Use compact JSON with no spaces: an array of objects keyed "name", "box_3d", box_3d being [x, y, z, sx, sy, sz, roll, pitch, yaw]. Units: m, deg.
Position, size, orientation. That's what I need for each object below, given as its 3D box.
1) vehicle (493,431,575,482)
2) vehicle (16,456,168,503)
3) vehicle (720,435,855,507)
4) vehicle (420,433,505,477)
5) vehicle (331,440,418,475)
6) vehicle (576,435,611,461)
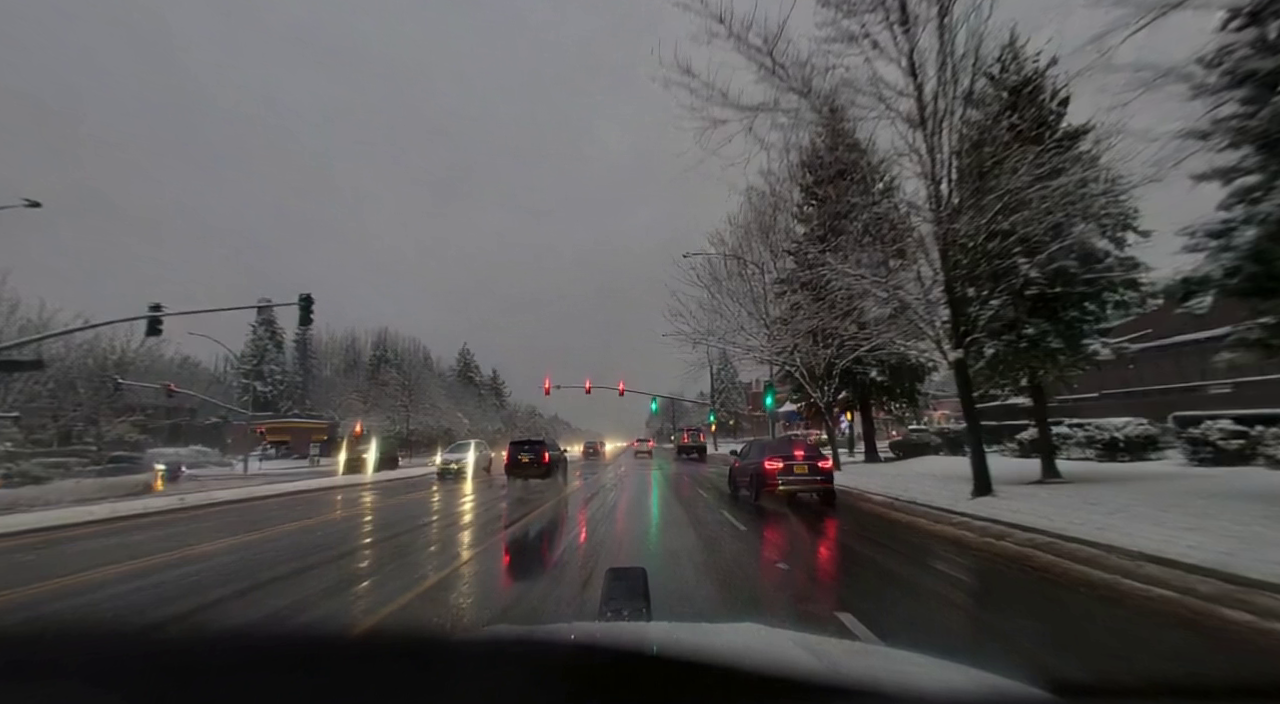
[{"name":"vehicle","box_3d":[-3.812,3.855,23.545,2.250,1.713,4.422,0,-8,1]},{"name":"vehicle","box_3d":[-22.707,5.251,26.468,1.887,1.673,4.985,0,-8,0]},{"name":"vehicle","box_3d":[3.348,2.802,15.405,2.095,1.475,4.686,0,-8,-1]},{"name":"vehicle","box_3d":[-7.721,4.533,28.091,2.224,1.747,5.274,0,-8,0]},{"name":"vehicle","box_3d":[-15.515,6.202,37.291,2.486,1.876,5.659,0,-8,3]},{"name":"vehicle","box_3d":[-3.360,7.040,46.125,2.126,1.810,4.414,0,-8,1]}]
